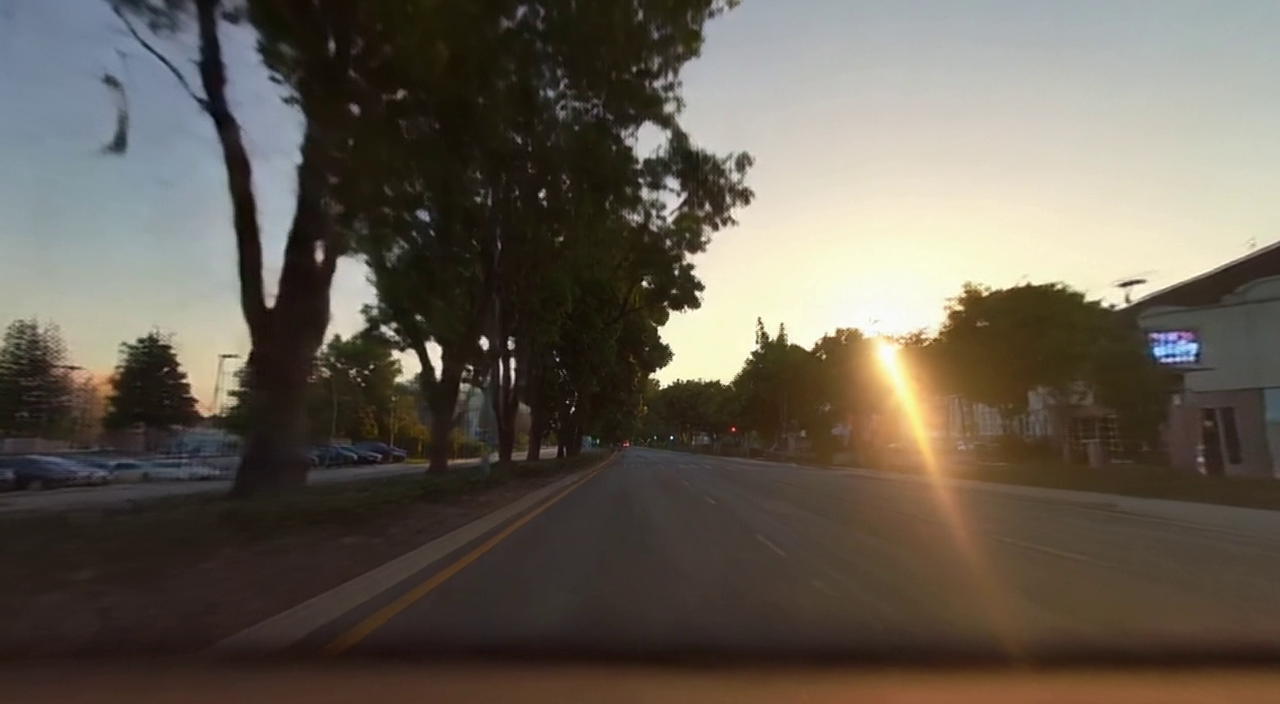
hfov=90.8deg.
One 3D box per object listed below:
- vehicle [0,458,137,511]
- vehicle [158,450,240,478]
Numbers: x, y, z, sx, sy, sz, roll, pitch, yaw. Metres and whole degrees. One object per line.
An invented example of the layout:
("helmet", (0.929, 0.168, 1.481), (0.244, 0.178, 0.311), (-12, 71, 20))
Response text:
("vehicle", (-19.440, 4.328, 20.939), (1.889, 1.497, 4.478), (-3, -9, -1))
("vehicle", (-28.554, 7.236, 41.111), (1.948, 1.689, 4.553), (0, -8, 2))
